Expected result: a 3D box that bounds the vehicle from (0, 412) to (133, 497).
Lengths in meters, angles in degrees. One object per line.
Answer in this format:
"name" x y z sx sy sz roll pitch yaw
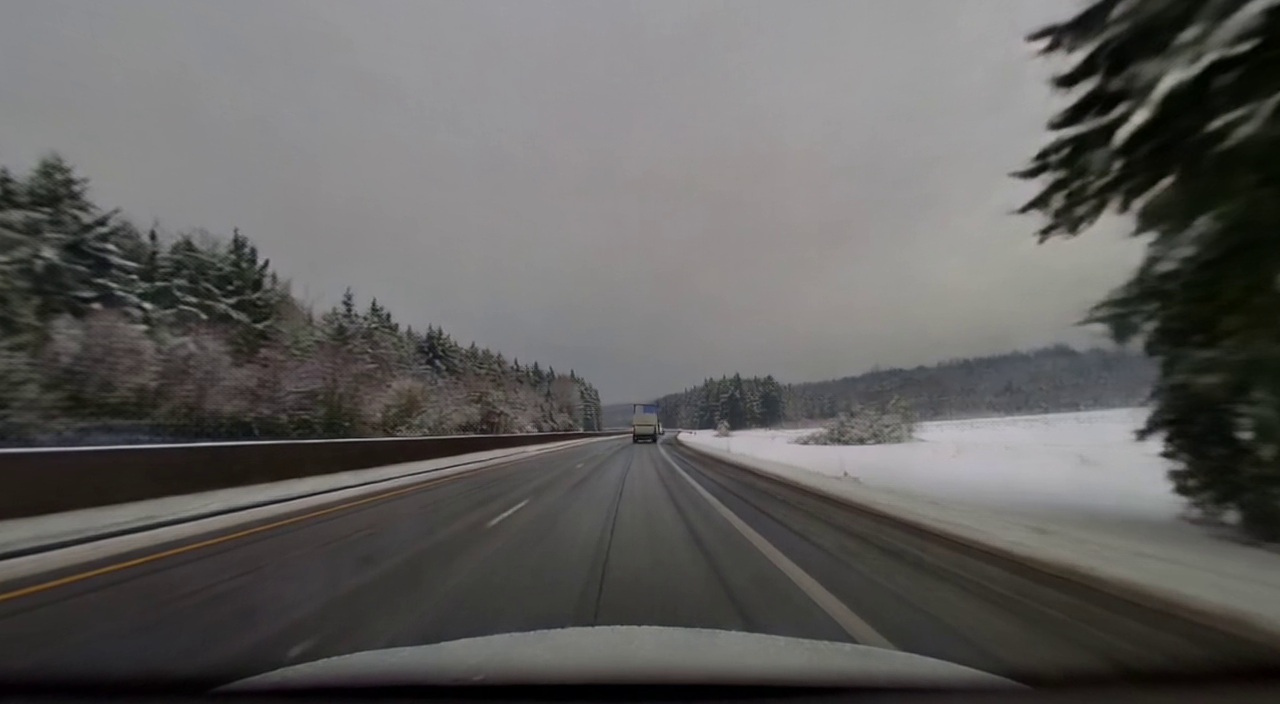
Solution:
"vehicle" -14.608 2.318 14.429 1.987 1.808 4.699 0 -8 0
